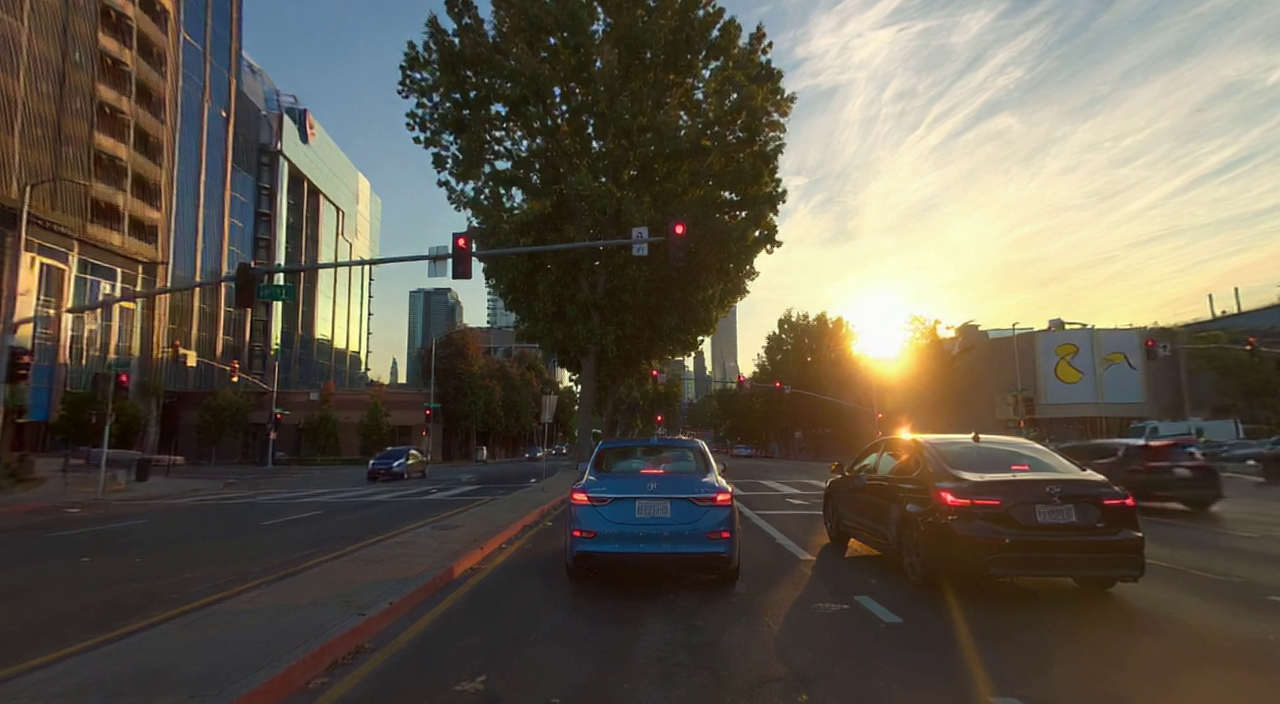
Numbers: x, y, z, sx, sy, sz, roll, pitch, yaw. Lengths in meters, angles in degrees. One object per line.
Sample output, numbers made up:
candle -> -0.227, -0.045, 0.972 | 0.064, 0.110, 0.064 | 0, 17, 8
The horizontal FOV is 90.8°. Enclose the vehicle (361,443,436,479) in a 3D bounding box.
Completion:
vehicle -> -12.124, 5.493, 32.105 | 2.009, 1.642, 4.482 | 0, -9, 0

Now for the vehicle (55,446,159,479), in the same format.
vehicle -> -31.188, 6.452, 37.050 | 4.147, 1.873, 1.961 | 0, -9, -3

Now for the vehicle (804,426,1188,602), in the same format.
vehicle -> 3.649, 1.739, 7.743 | 2.018, 1.491, 4.544 | 0, -9, -1

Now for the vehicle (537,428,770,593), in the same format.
vehicle -> 0.086, 1.732, 7.743 | 2.087, 1.468, 4.014 | 0, -9, -1

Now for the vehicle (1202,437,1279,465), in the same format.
vehicle -> 35.201, 5.638, 36.129 | 4.190, 1.535, 1.998 | 0, -9, -1

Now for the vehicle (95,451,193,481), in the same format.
vehicle -> -26.655, 6.125, 34.034 | 3.657, 1.528, 1.783 | 1, -9, -3
